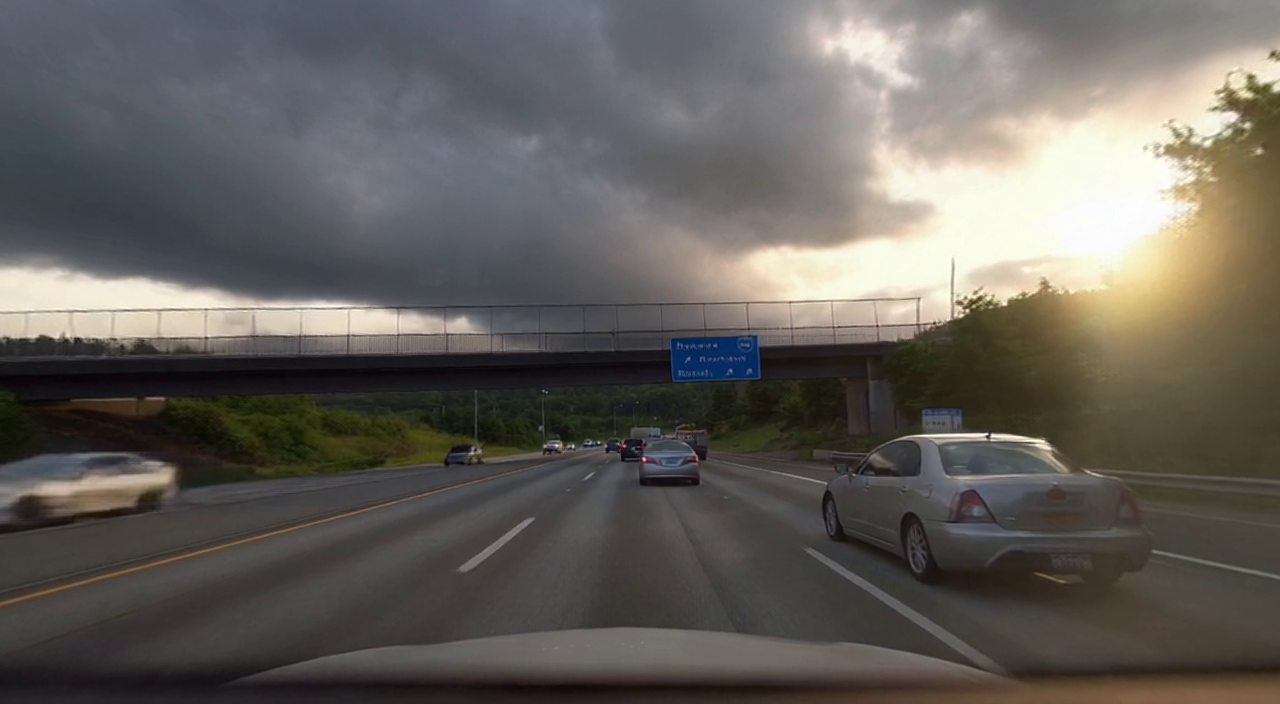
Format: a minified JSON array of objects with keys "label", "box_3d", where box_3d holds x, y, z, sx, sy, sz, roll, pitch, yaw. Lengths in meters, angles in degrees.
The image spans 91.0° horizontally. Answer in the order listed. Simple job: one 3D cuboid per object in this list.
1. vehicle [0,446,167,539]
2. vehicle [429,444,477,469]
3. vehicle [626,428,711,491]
[{"label":"vehicle","box_3d":[-11.385,2.504,11.608,1.925,1.458,4.438,0,-8,-1]},{"label":"vehicle","box_3d":[-12.069,6.720,40.872,1.943,1.495,3.933,-1,-8,0]},{"label":"vehicle","box_3d":[0.717,3.145,18.793,2.092,1.636,4.024,0,-8,-4]}]
